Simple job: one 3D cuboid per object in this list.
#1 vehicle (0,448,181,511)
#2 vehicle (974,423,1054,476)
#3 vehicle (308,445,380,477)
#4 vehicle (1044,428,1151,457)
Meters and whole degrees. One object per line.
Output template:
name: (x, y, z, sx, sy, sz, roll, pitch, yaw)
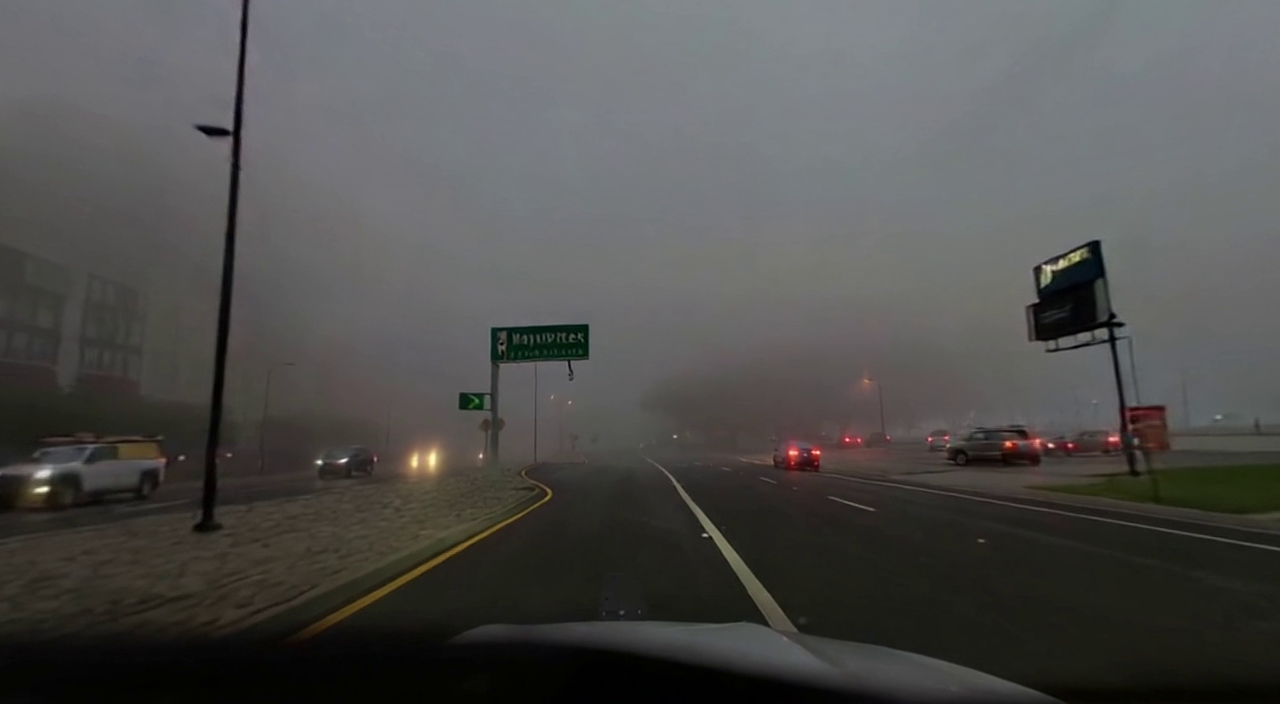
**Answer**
vehicle: (-18.613, 4.114, 20.966, 2.575, 1.738, 5.473, -2, -8, 1)
vehicle: (17.128, 4.427, 29.071, 1.686, 2.284, 3.164, 0, -7, 1)
vehicle: (-18.267, 6.706, 39.256, 2.041, 1.826, 4.878, -1, -8, 0)
vehicle: (31.563, 6.232, 43.696, 5.509, 1.904, 2.614, 1, -8, -6)
